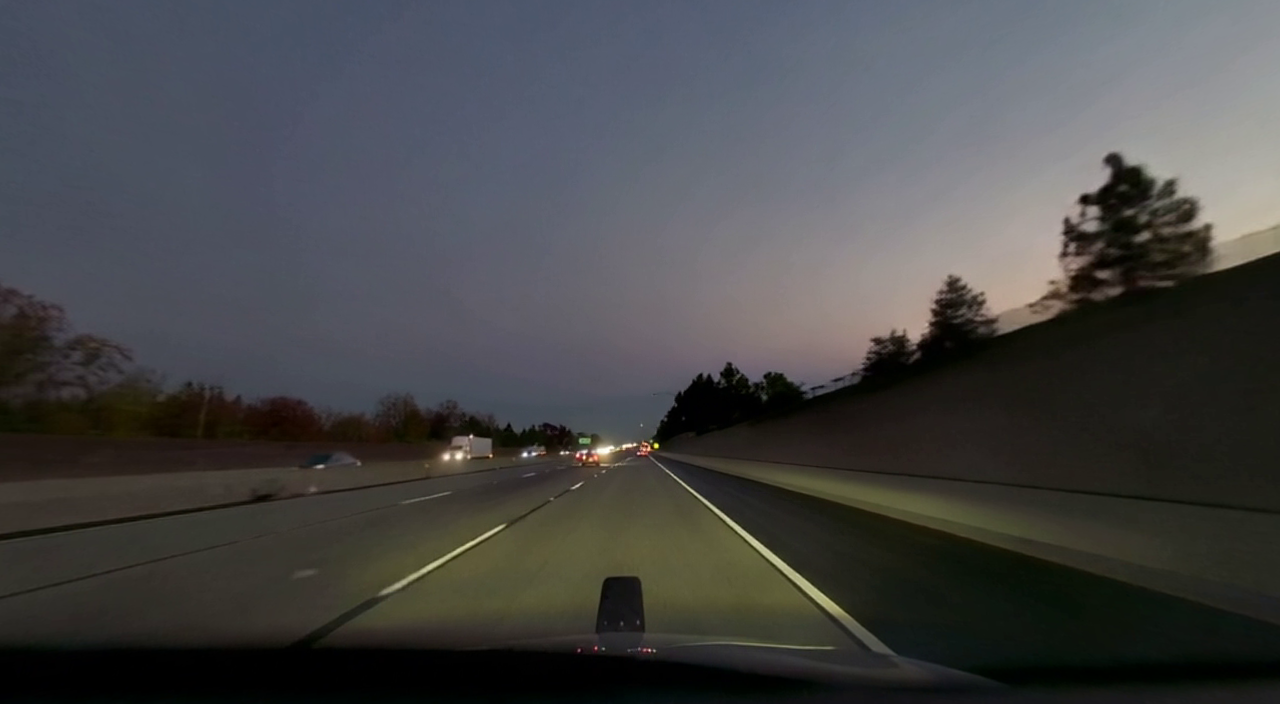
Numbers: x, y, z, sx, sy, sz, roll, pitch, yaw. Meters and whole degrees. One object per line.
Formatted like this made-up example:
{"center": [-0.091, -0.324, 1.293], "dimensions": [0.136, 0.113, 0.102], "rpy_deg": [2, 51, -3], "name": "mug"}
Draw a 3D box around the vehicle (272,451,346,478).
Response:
{"center": [-19.160, 6.521, 36.745], "dimensions": [1.876, 1.475, 4.484], "rpy_deg": [0, -9, 0], "name": "vehicle"}
